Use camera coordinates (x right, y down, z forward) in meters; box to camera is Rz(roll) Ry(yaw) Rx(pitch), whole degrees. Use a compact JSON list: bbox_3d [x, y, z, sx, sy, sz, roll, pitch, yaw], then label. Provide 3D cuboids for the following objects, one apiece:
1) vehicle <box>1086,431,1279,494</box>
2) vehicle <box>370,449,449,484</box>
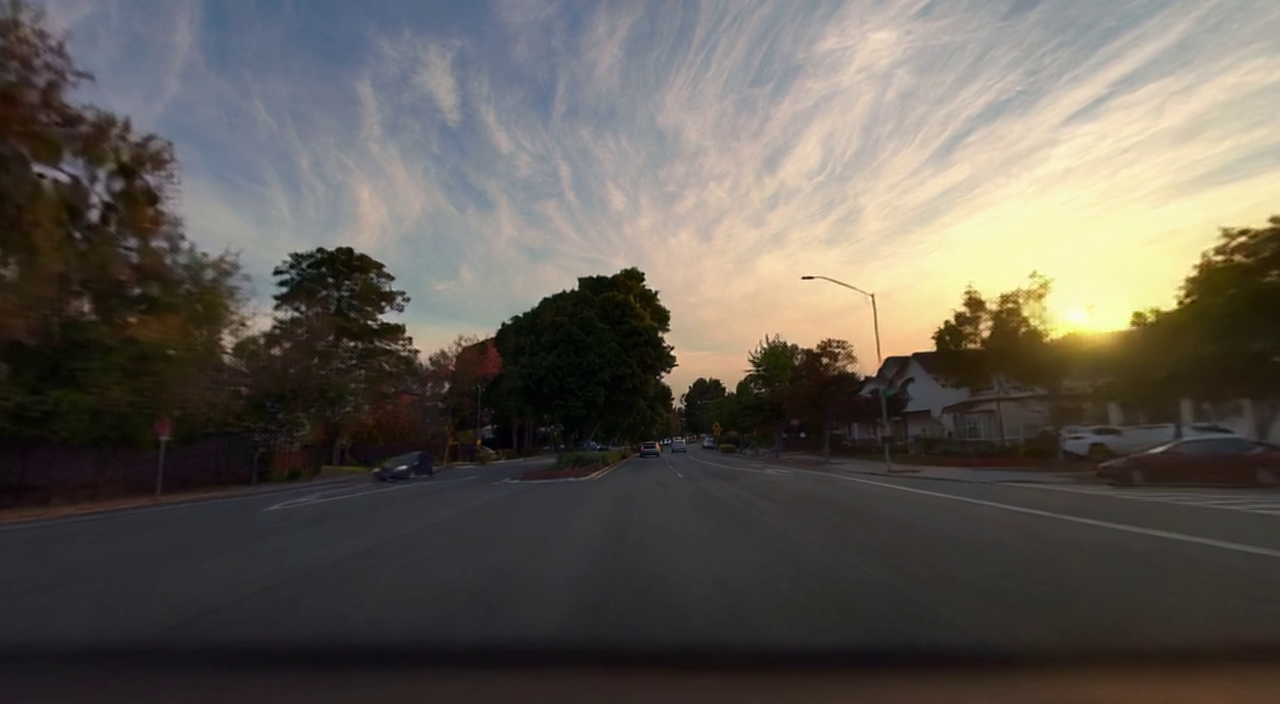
[{"bbox_3d":[15.977,3.133,18.092,4.696,1.651,2.218,-3,-9,20],"label":"vehicle"},{"bbox_3d":[-10.486,5.215,29.117,1.960,1.465,4.194,0,-9,2],"label":"vehicle"}]
